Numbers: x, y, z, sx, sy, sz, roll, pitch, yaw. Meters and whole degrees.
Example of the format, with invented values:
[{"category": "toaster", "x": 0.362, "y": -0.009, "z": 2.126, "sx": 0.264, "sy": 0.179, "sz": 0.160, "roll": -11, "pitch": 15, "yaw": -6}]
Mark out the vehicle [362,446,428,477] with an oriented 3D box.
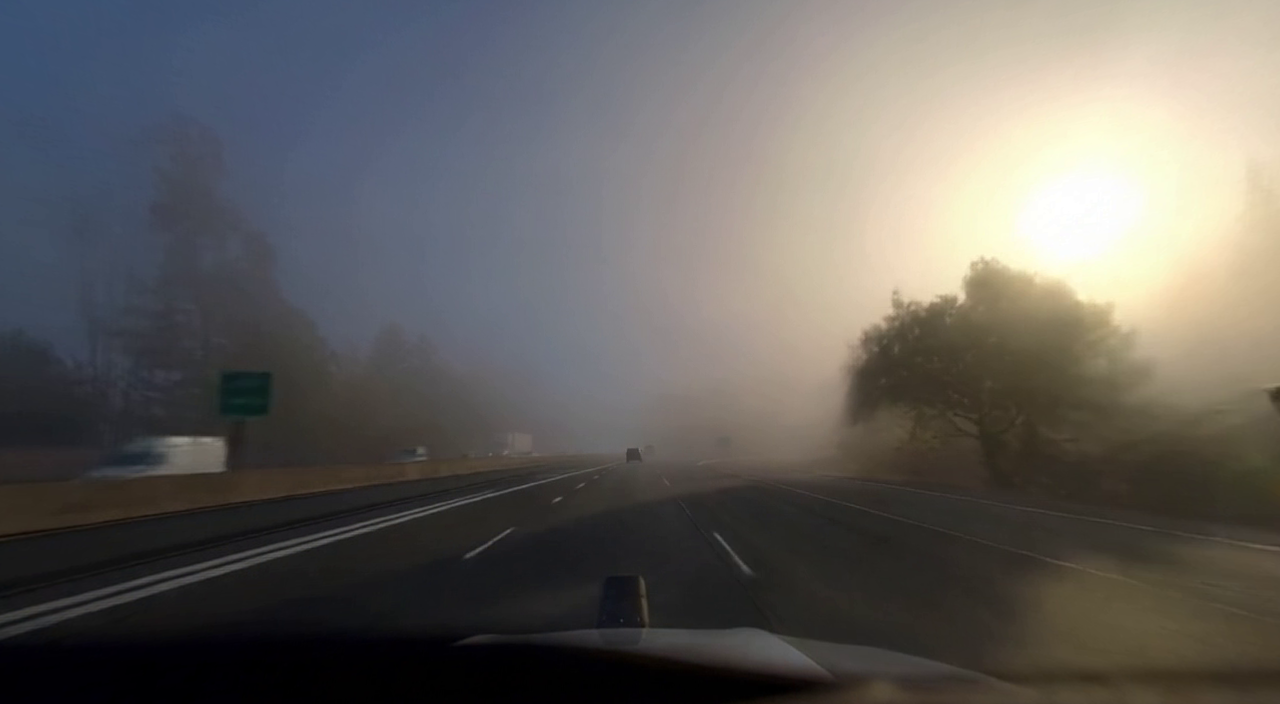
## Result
[{"category": "vehicle", "x": -15.401, "y": 6.879, "z": 40.024, "sx": 2.108, "sy": 1.829, "sz": 4.841, "roll": 0, "pitch": -9, "yaw": 1}]
